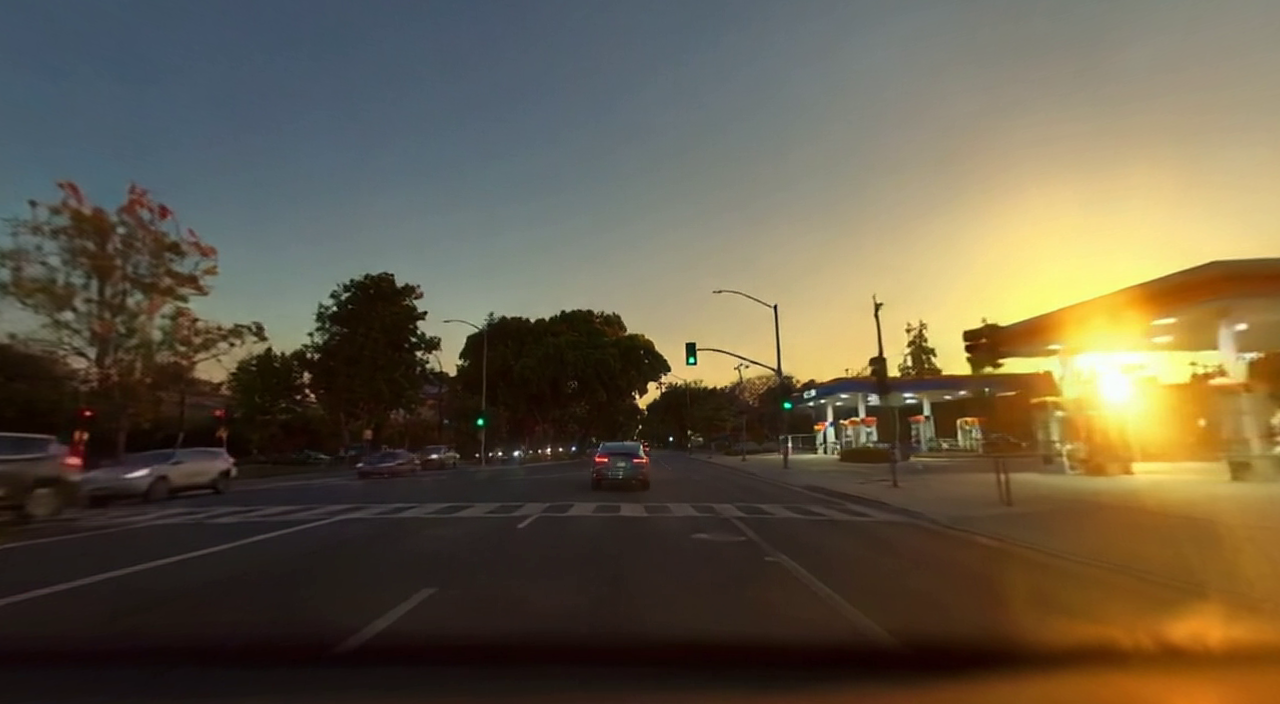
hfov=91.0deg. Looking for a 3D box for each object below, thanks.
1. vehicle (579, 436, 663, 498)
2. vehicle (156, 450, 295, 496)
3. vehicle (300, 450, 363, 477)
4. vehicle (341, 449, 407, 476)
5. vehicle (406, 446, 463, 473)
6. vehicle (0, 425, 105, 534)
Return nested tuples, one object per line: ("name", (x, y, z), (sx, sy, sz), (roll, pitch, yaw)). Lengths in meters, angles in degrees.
("vehicle", (-0.461, 3.163, 17.724), (2.062, 1.519, 4.214), (0, -8, 0))
("vehicle", (-15.601, 4.546, 24.078), (1.960, 1.508, 4.794), (0, -9, 1))
("vehicle", (-19.113, 6.893, 39.184), (1.860, 1.511, 4.125), (1, -9, -1))
("vehicle", (-16.050, 6.662, 38.284), (1.920, 1.481, 4.660), (0, -9, 1))
("vehicle", (-12.690, 6.650, 39.123), (1.989, 1.539, 4.413), (0, -9, 1))
("vehicle", (-12.695, 2.256, 11.055), (2.161, 1.950, 4.962), (0, -8, 0))
